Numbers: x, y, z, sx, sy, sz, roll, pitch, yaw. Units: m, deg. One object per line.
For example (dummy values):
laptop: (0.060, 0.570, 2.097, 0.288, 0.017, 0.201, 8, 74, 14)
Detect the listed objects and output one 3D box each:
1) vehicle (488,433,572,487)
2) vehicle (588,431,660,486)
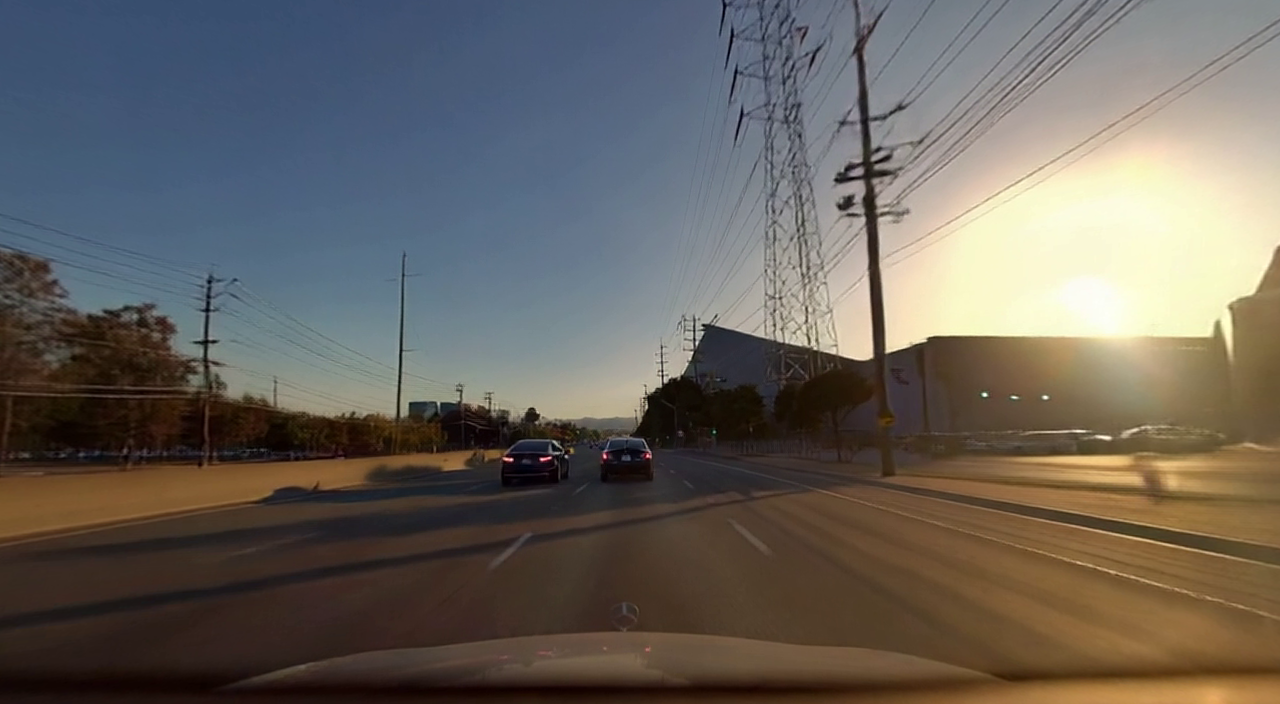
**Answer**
vehicle: (-3.613, 3.660, 21.725, 1.985, 1.607, 4.892, 0, -8, 1)
vehicle: (-0.501, 3.583, 21.544, 2.189, 1.652, 4.135, 0, -8, 0)
